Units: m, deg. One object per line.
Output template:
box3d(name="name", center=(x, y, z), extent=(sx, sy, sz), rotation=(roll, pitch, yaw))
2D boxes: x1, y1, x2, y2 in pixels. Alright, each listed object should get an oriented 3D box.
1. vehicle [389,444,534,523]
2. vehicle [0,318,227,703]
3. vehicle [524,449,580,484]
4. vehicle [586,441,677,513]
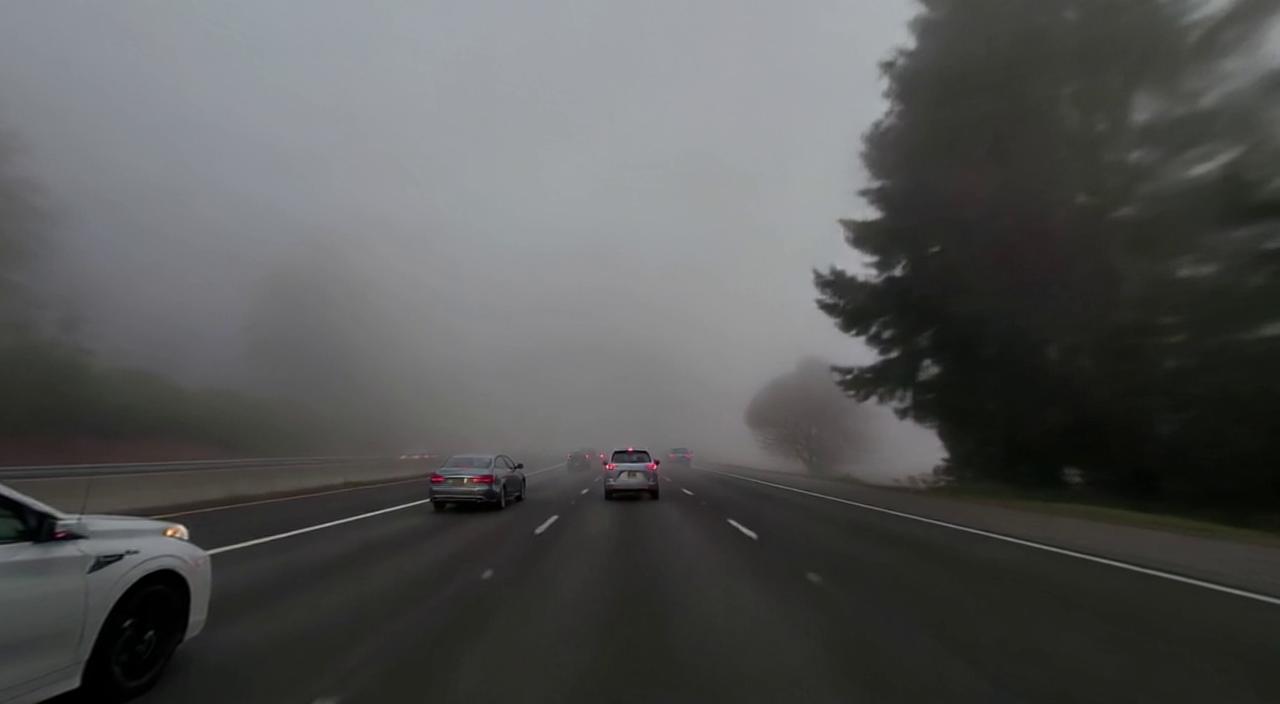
box3d(name="vehicle", center=(-3.806, 2.882, 14.407), extent=(1.988, 1.501, 4.438), rotation=(0, -9, 0))
box3d(name="vehicle", center=(-3.955, 0.638, 1.713), extent=(2.243, 1.889, 4.949), rotation=(0, -9, 1))
box3d(name="vehicle", center=(-4.044, 5.327, 29.666), extent=(1.999, 1.484, 4.269), rotation=(0, -9, 1))
box3d(name="vehicle", center=(-0.187, 3.046, 15.737), extent=(1.996, 1.574, 3.426), rotation=(0, -9, 0))
